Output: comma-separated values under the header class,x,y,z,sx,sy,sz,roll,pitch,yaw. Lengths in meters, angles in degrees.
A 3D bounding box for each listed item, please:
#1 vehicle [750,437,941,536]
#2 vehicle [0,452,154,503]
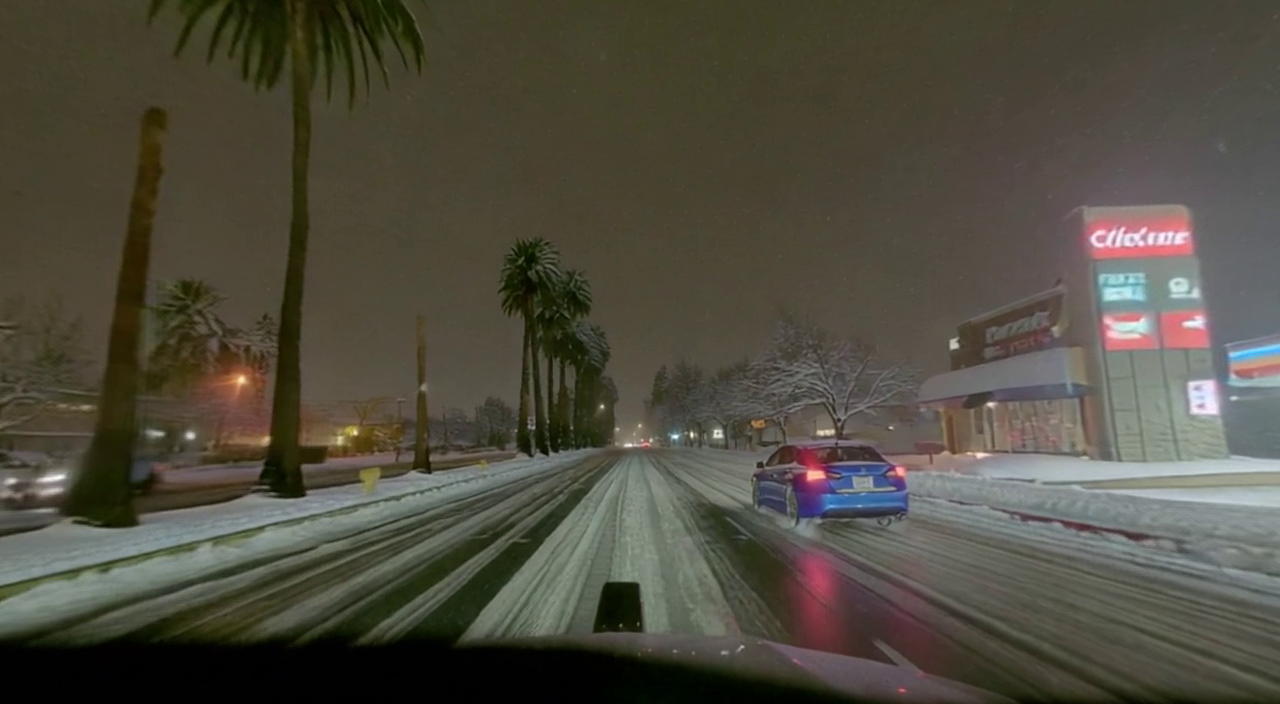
class,x,y,z,sx,sy,sz,roll,pitch,yaw
vehicle,3.406,2.297,11.508,1.978,1.442,4.262,0,-8,-1
vehicle,-19.590,4.244,21.803,1.892,1.481,4.694,0,-8,0
